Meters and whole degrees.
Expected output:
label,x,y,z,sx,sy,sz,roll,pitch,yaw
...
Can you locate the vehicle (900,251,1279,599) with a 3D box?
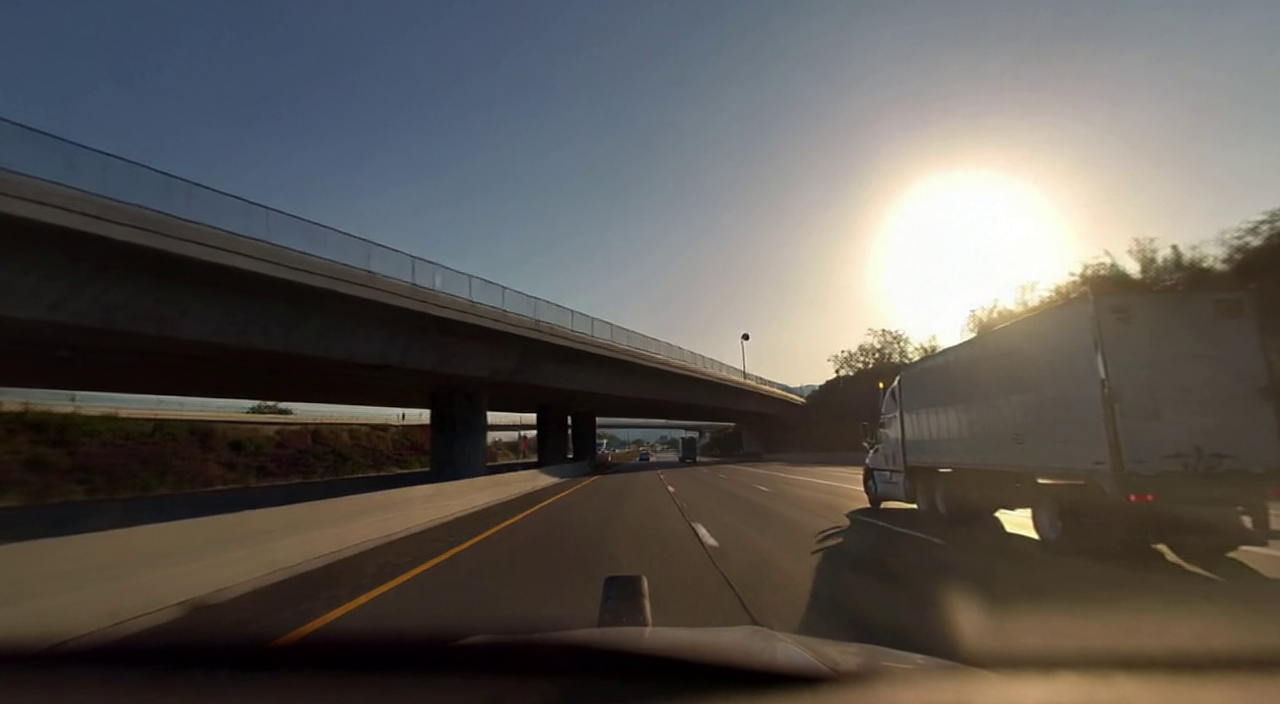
label,x,y,z,sx,sy,sz,roll,pitch,yaw
vehicle,6.923,1.191,9.537,2.690,3.197,7.515,0,-9,0
